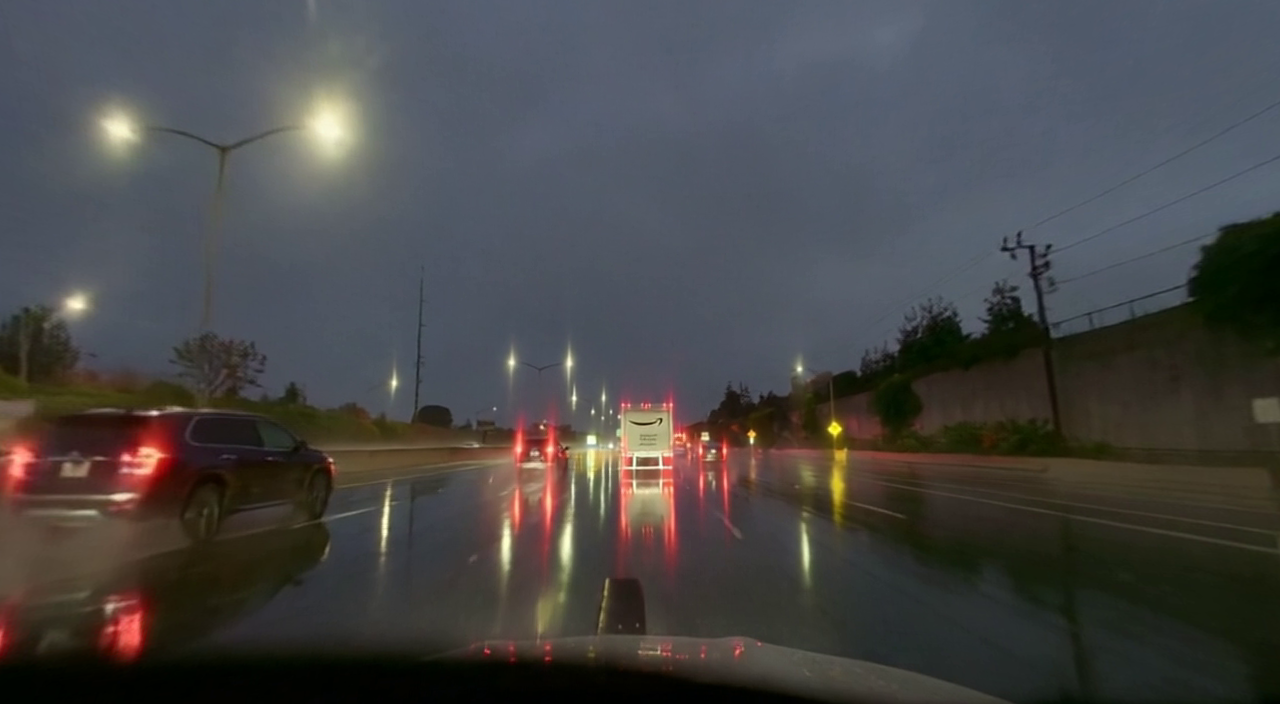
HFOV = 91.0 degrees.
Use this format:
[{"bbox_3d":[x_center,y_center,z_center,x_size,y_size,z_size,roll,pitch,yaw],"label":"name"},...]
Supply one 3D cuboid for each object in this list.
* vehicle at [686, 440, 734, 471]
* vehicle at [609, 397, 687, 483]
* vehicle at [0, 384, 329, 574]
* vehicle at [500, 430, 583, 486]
[{"bbox_3d":[3.703,5.546,33.896,1.970,1.499,4.491,1,-8,-1],"label":"vehicle"},{"bbox_3d":[0.251,3.273,23.221,2.456,2.705,6.251,0,-9,0],"label":"vehicle"},{"bbox_3d":[-6.730,1.620,8.815,2.101,1.858,5.071,0,-8,0],"label":"vehicle"},{"bbox_3d":[-3.180,3.545,21.338,2.095,1.688,4.188,0,-9,0],"label":"vehicle"}]
